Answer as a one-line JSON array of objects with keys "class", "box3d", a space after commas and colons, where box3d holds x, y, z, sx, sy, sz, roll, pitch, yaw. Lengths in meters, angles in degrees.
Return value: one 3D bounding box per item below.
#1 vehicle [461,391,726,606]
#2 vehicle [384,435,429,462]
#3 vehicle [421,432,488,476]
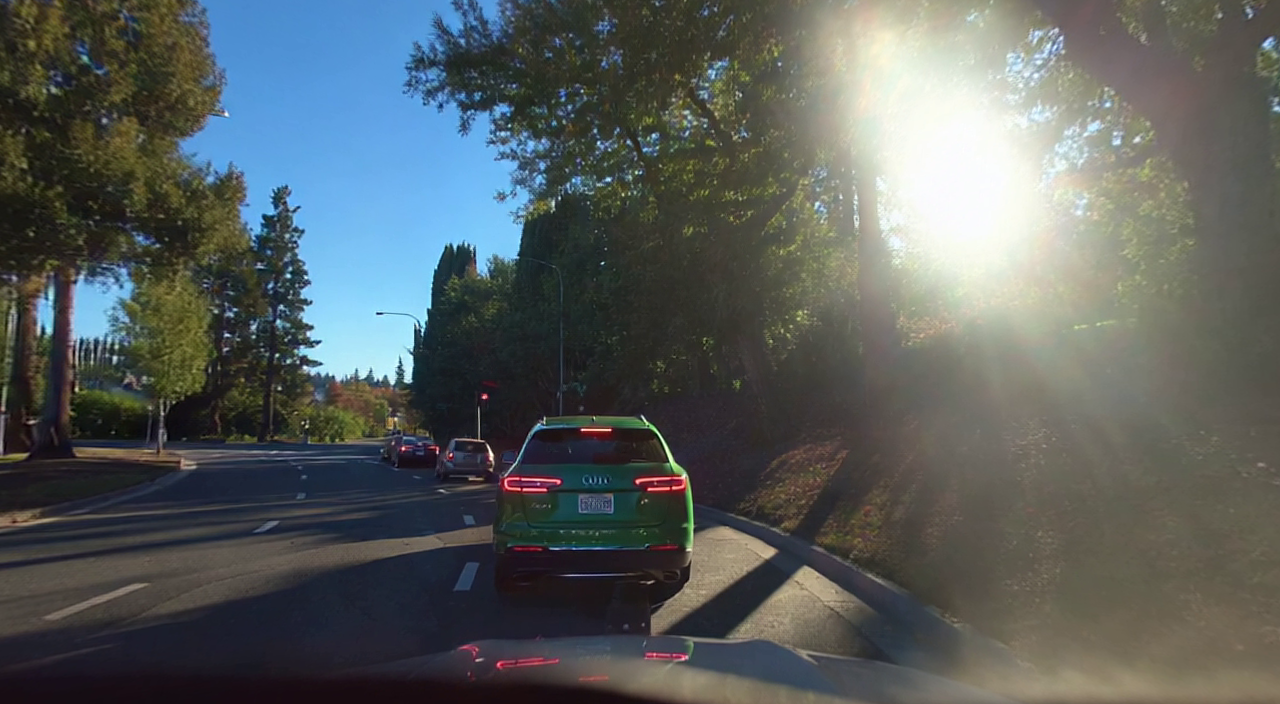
[{"class": "vehicle", "box3d": [-0.677, 1.462, 7.204, 2.134, 1.671, 4.147, 1, -8, -9]}, {"class": "vehicle", "box3d": [-13.754, 5.638, 36.908, 1.863, 1.488, 4.426, 4, -9, -27]}, {"class": "vehicle", "box3d": [-7.282, 3.937, 24.490, 1.902, 1.536, 3.662, 4, -9, -25]}]
